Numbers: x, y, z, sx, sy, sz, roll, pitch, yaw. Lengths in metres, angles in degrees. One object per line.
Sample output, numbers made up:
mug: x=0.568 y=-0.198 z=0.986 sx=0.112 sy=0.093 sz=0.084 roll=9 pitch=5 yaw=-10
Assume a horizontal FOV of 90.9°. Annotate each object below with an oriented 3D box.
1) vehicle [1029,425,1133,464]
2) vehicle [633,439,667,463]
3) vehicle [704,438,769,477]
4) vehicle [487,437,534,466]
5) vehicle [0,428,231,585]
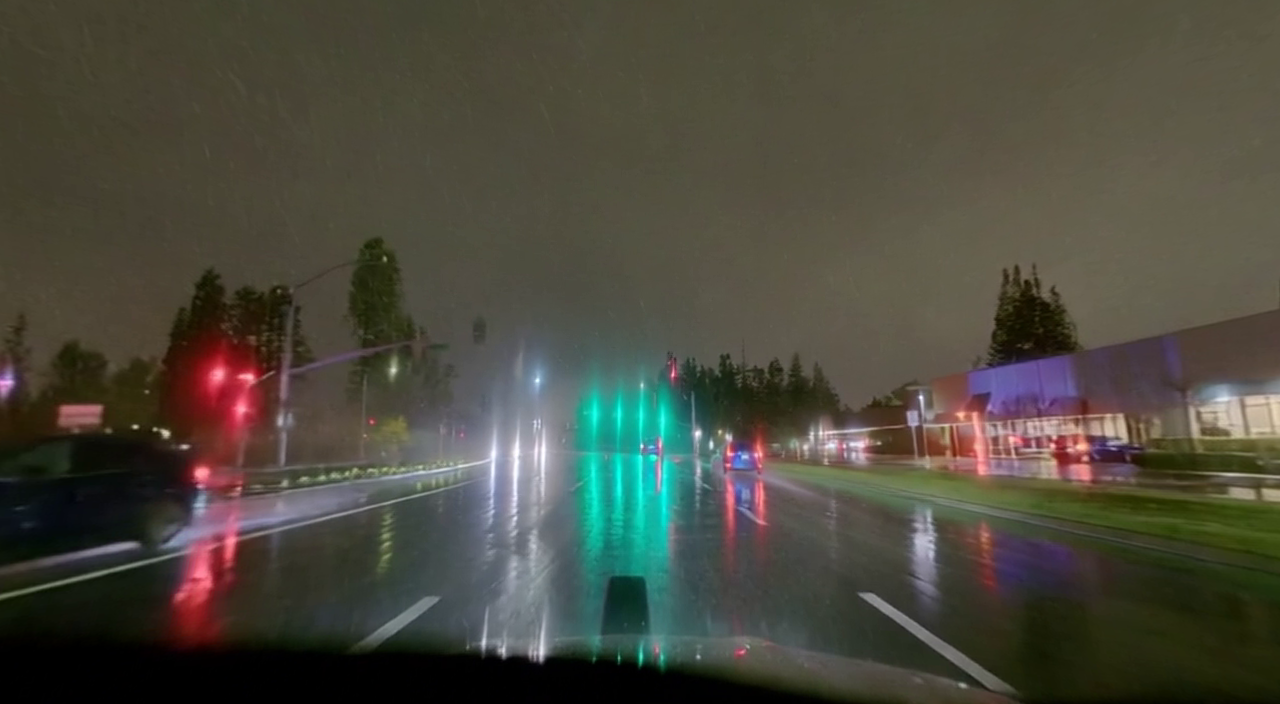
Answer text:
vehicle: x=25.925 y=5.500 z=37.354 sx=2.244 sy=2.120 sz=5.471 roll=0 pitch=-8 yaw=2
vehicle: x=0.734 y=6.565 z=41.989 sx=2.001 sy=1.504 sz=4.212 roll=-1 pitch=-8 yaw=5
vehicle: x=3.957 y=4.422 z=26.634 sx=1.977 sy=1.474 sz=4.399 roll=0 pitch=-8 yaw=-1
vehicle: x=-7.518 y=5.714 z=36.272 sx=2.127 sy=1.562 sz=4.402 roll=2 pitch=-9 yaw=-17
vehicle: x=-6.971 y=1.637 z=7.192 sx=1.993 sy=1.444 sz=3.965 roll=0 pitch=-8 yaw=-1
